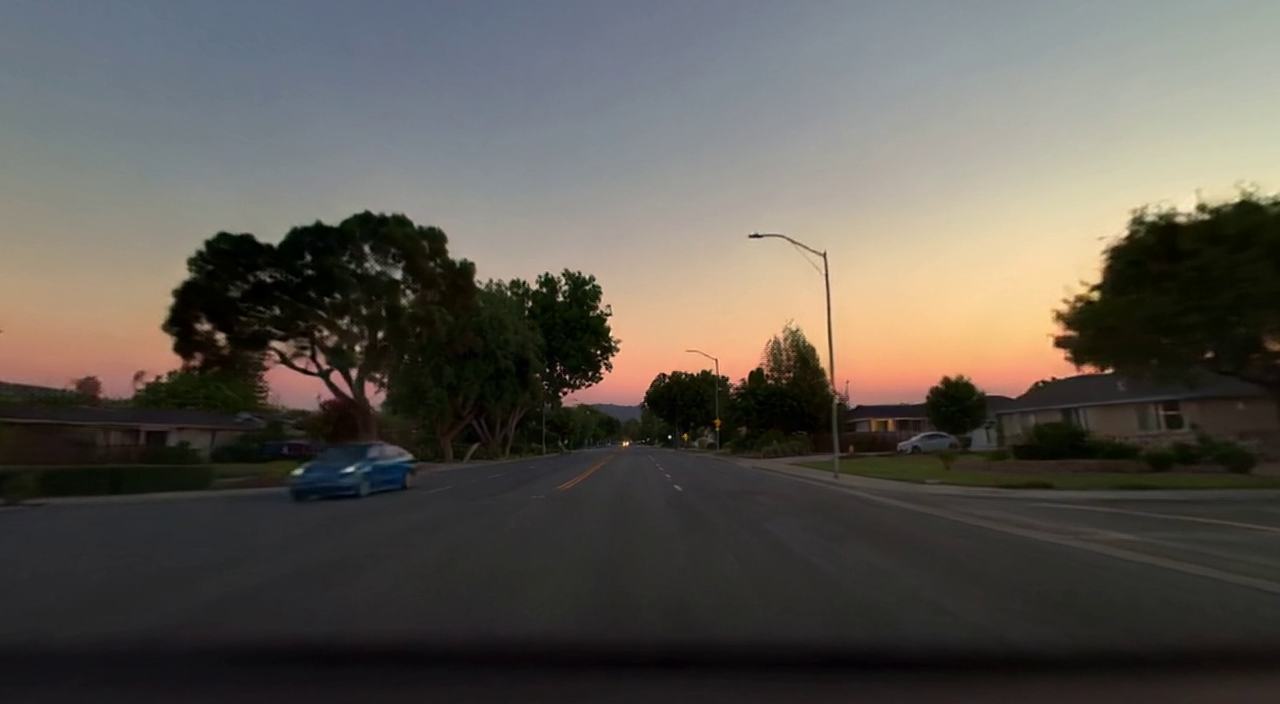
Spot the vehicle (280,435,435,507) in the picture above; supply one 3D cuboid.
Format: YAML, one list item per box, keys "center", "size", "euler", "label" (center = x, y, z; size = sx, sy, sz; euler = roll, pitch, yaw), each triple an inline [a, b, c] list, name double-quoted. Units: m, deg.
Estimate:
- center: [-7.318, 3.111, 17.016]
  size: [2.130, 1.635, 4.505]
  euler: [0, -8, -1]
  label: "vehicle"

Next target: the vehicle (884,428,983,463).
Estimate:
- center: [21.312, 6.802, 46.011]
  size: [6.048, 2.416, 2.158]
  euler: [0, -8, 1]
  label: "vehicle"

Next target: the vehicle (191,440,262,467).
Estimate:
- center: [-28.245, 6.900, 43.087]
  size: [4.542, 1.700, 2.201]
  euler: [-5, -10, 31]
  label: "vehicle"
